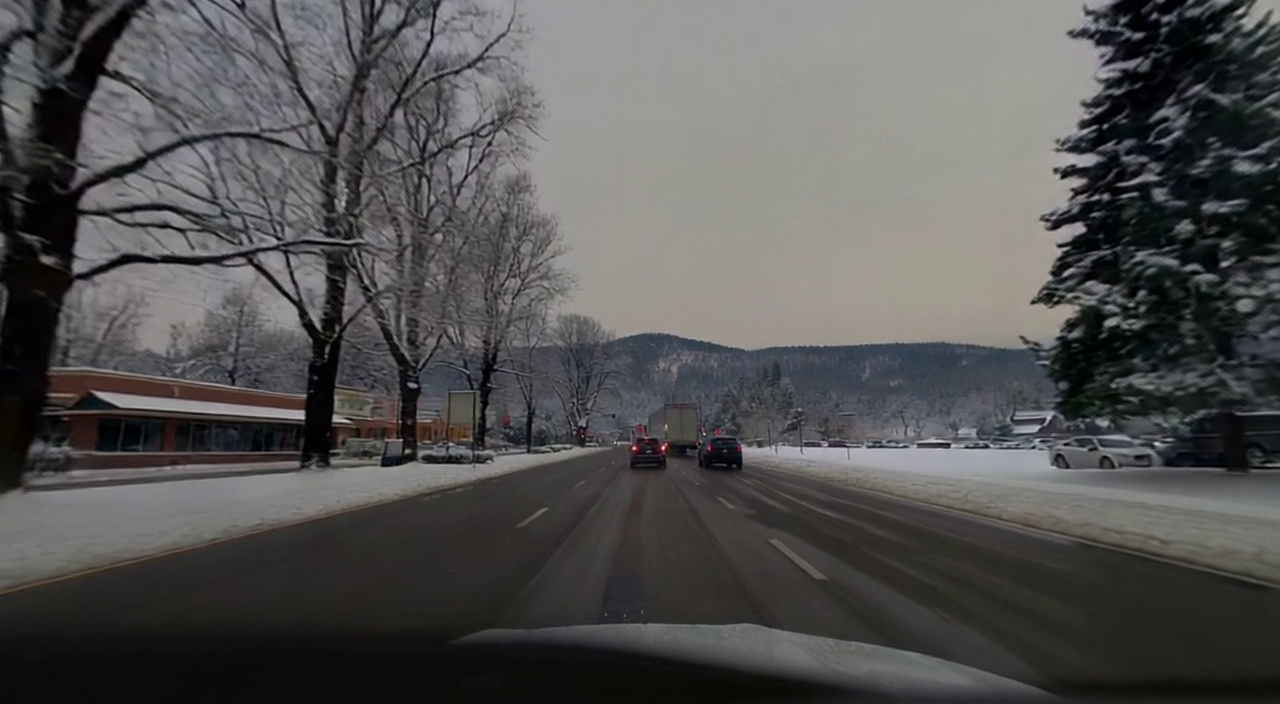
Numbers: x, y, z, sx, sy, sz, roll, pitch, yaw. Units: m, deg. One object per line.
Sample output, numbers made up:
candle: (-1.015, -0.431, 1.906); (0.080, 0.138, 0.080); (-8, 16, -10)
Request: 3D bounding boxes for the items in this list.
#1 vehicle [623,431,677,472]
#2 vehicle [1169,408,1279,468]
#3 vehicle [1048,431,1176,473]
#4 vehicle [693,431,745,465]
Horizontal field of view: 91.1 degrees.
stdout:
vehicle: (0.378, 4.309, 27.491); (2.193, 1.651, 3.946); (0, -8, -1)
vehicle: (29.048, 4.040, 29.616); (5.896, 2.709, 2.318); (0, -8, 1)
vehicle: (19.790, 4.206, 26.603); (2.068, 1.627, 4.269); (0, -8, 0)
vehicle: (4.055, 5.031, 32.937); (2.088, 1.655, 4.360); (0, -8, -1)
